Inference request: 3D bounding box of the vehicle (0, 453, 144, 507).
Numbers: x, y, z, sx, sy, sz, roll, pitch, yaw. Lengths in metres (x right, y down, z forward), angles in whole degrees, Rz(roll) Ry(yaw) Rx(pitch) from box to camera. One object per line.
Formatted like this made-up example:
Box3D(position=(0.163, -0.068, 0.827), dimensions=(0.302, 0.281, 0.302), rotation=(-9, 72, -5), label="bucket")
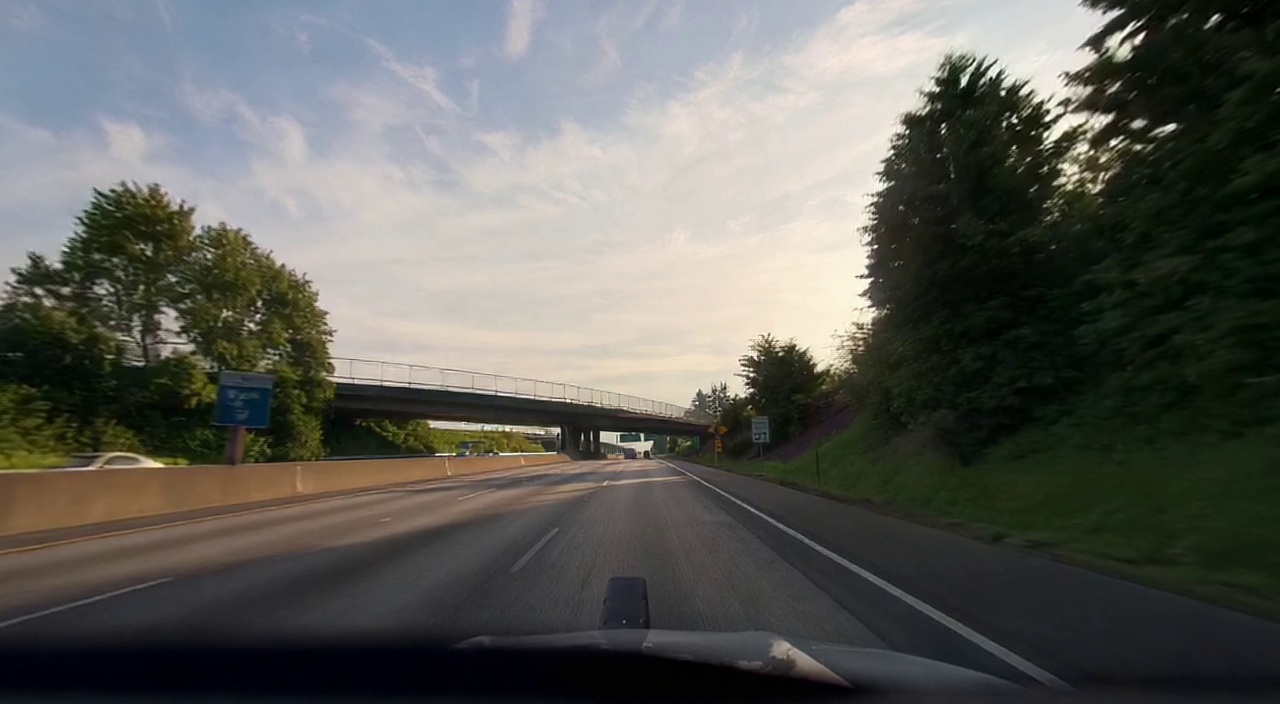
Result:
Box3D(position=(-19.080, 4.122, 20.788), dimensions=(1.866, 1.538, 4.339), rotation=(0, -9, 0), label="vehicle")
